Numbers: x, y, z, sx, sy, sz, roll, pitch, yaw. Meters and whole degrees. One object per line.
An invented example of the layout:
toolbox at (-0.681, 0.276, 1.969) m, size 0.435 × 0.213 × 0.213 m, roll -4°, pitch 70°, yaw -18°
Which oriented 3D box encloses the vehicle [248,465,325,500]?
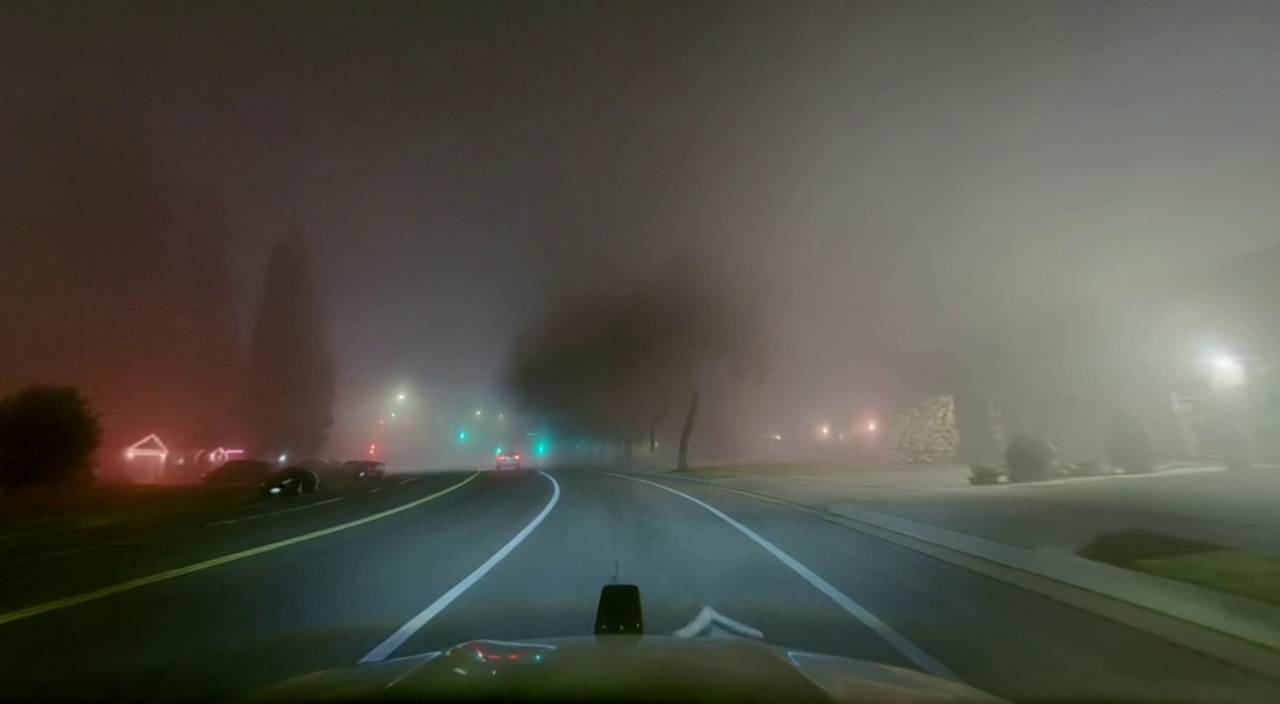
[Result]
vehicle at (-17.375, 6.411, 31.314) m, size 1.911 × 1.436 × 4.554 m, roll 1°, pitch -9°, yaw -10°

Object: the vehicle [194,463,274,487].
vehicle at (-27.230, 8.244, 42.475) m, size 4.024 × 1.515 × 1.857 m, roll 2°, pitch -9°, yaw -15°
